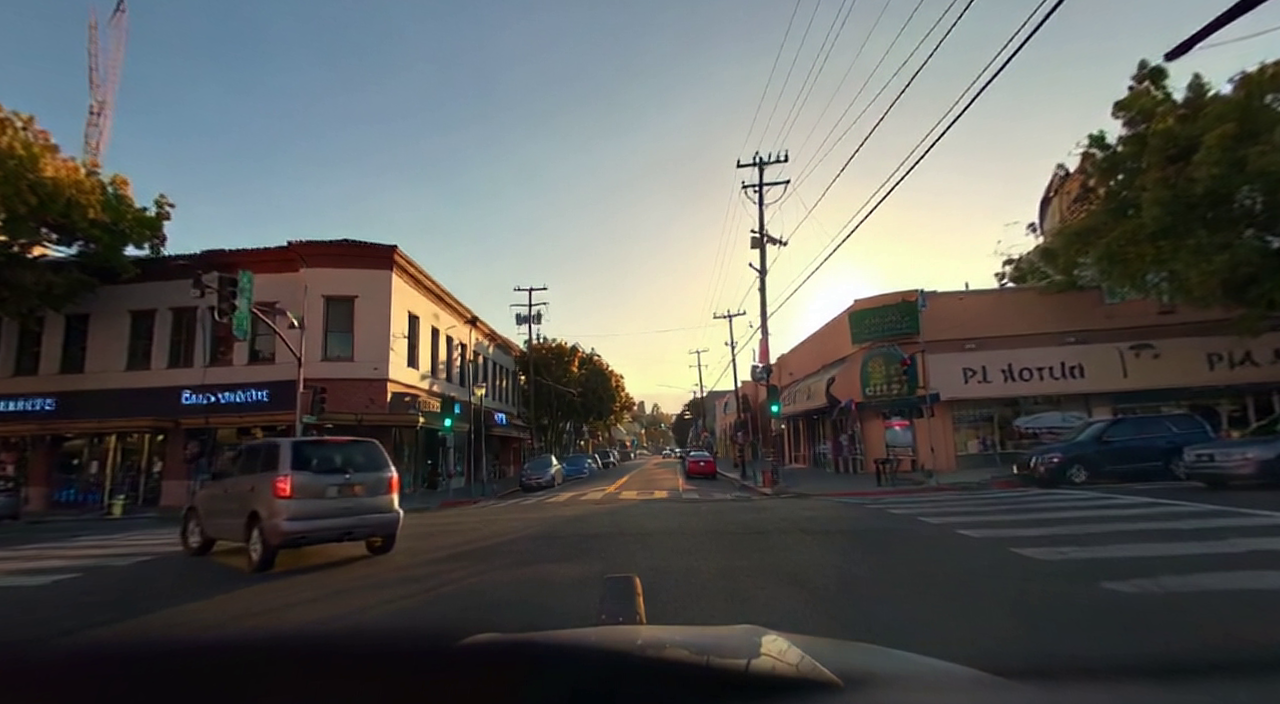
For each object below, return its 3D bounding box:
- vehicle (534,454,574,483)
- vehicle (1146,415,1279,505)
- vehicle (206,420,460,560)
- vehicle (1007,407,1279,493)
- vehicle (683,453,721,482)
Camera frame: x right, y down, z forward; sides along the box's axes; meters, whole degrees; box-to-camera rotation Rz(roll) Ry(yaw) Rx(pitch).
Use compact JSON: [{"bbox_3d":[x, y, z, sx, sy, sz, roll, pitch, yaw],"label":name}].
[{"bbox_3d":[-5.671,7.710,42.106,2.044,1.711,4.048,0,-8,1],"label":"vehicle"},{"bbox_3d":[13.546,2.006,12.645,4.815,1.501,2.157,-5,-9,2],"label":"vehicle"},{"bbox_3d":[-5.519,2.291,11.116,4.611,1.882,2.440,-10,-13,43],"label":"vehicle"},{"bbox_3d":[12.673,2.393,15.496,5.716,1.894,2.433,-1,-8,2],"label":"vehicle"},{"bbox_3d":[3.656,6.863,37.695,2.062,1.526,3.989,-1,-8,3],"label":"vehicle"}]
